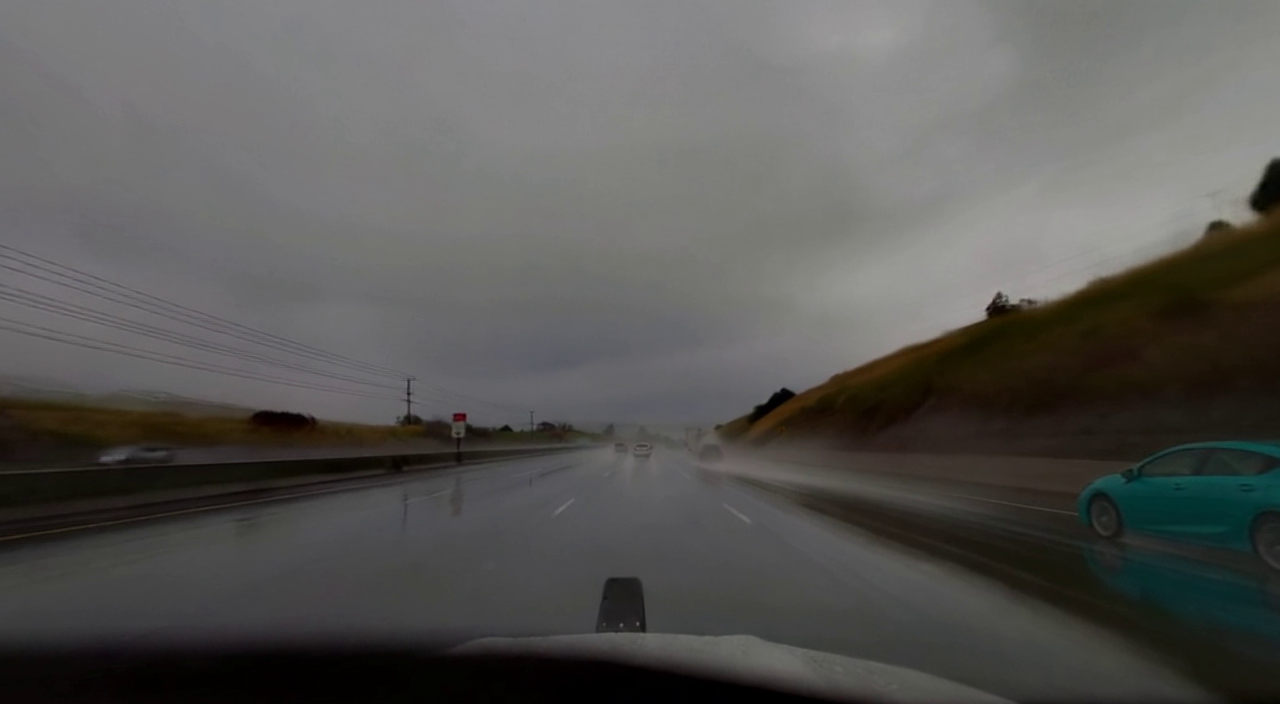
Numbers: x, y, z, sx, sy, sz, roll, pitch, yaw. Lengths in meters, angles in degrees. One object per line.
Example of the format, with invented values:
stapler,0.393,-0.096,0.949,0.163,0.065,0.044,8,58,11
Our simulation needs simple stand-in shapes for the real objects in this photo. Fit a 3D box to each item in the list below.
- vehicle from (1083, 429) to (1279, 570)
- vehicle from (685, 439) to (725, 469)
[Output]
vehicle,8.103,1.740,7.634,1.970,1.545,4.818,0,-8,0
vehicle,4.072,6.499,40.186,2.159,1.782,4.673,0,-9,1
